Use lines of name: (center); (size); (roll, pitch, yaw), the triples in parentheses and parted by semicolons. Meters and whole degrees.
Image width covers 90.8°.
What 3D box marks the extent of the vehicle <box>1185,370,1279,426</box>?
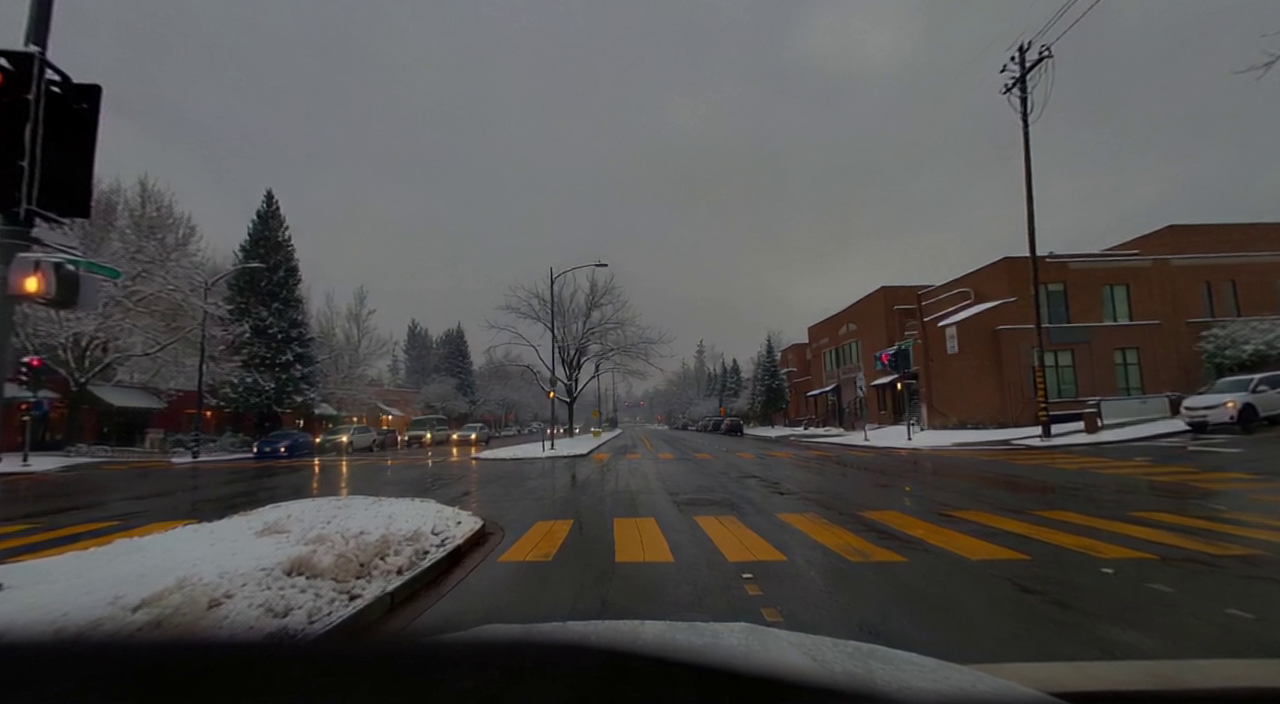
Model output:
vehicle: (22.361, 1.566, 22.343); (4.531, 1.753, 1.964); (-2, -2, -5)

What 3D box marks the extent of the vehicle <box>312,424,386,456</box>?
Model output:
vehicle: (-18.262, 5.596, 39.955); (2.225, 1.871, 5.189); (0, -9, 0)

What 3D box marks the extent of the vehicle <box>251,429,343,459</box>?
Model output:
vehicle: (-18.060, 4.907, 33.623); (1.939, 1.430, 5.533); (0, -9, -2)

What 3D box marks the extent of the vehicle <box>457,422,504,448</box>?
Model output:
vehicle: (-11.644, 6.125, 46.416); (2.118, 1.809, 4.591); (0, -8, 2)
